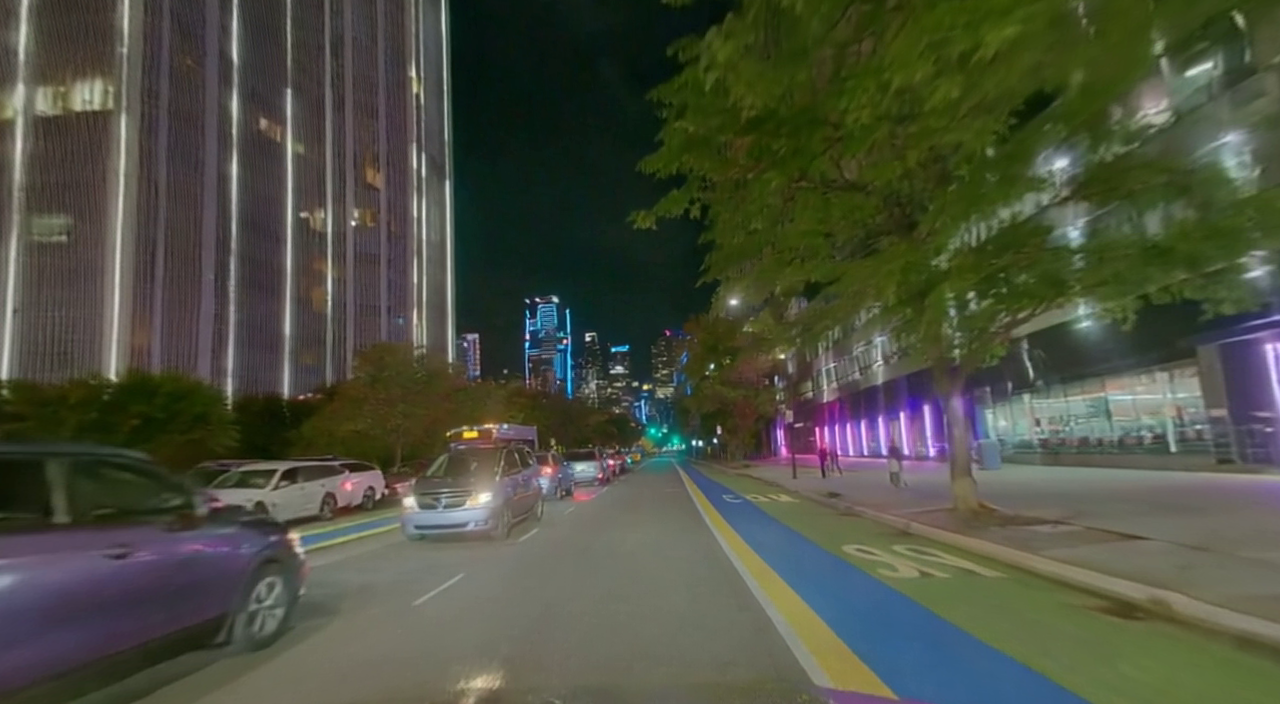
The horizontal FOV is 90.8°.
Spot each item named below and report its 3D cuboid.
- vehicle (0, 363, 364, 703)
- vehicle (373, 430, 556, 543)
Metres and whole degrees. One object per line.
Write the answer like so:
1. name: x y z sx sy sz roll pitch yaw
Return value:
1. vehicle: -3.821 1.119 3.727 2.173 1.814 4.573 0 -9 2
2. vehicle: -3.215 2.571 12.769 2.225 1.848 4.472 0 -9 3
